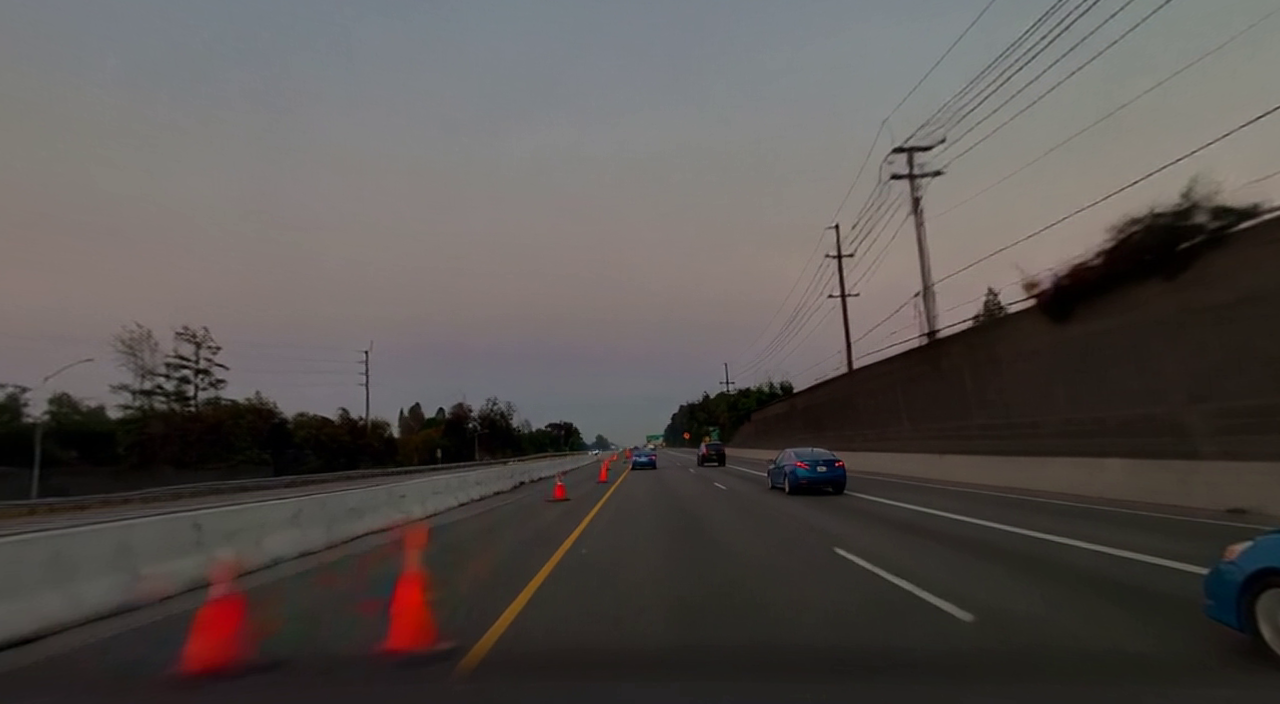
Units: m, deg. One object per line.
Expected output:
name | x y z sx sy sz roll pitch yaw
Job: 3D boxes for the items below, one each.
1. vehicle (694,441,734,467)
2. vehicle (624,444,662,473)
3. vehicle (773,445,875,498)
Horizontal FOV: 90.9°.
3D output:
vehicle | 5.677 7.921 49.265 2.559 1.943 5.610 0 -8 1
vehicle | 0.198 6.240 37.198 2.096 1.583 4.150 0 -8 0
vehicle | 5.376 3.525 19.026 1.881 1.409 4.016 0 -8 0
